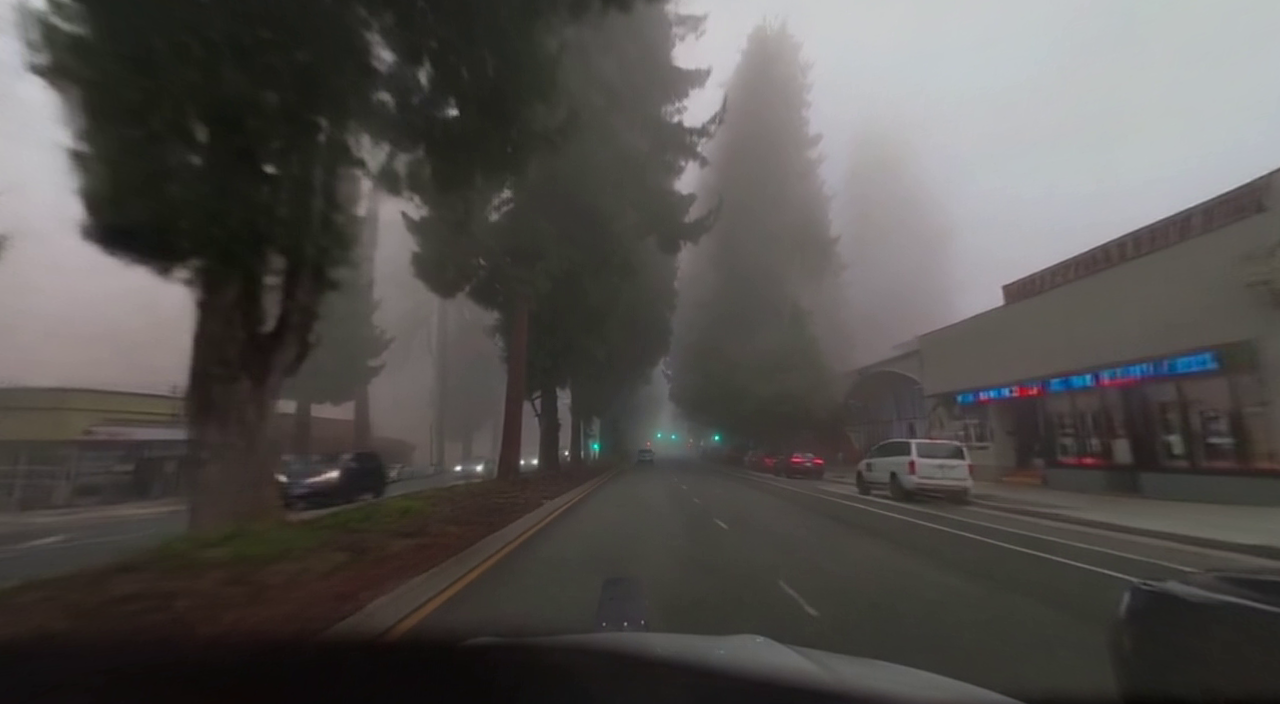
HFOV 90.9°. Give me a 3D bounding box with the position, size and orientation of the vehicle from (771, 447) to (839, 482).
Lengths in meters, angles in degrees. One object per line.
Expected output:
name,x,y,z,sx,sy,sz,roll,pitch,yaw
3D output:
vehicle,7.516,5.153,29.190,1.874,1.438,4.466,0,-8,-1

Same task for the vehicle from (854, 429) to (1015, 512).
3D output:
vehicle,7.421,3.013,16.529,2.050,1.838,4.535,0,-8,1

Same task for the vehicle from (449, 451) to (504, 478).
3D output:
vehicle,-9.740,6.720,37.864,1.890,1.482,4.411,-1,-8,4

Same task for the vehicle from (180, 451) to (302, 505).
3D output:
vehicle,-15.934,5.015,25.530,1.972,1.898,4.556,0,-8,0

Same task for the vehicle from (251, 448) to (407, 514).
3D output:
vehicle,-8.349,3.465,17.505,1.904,1.537,4.618,0,-8,1

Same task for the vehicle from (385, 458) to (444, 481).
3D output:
vehicle,-16.598,8.614,46.429,3.665,1.559,1.782,7,-11,-39

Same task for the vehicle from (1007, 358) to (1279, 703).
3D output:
vehicle,2.782,0.652,0.977,1.989,1.498,4.050,0,-8,1
